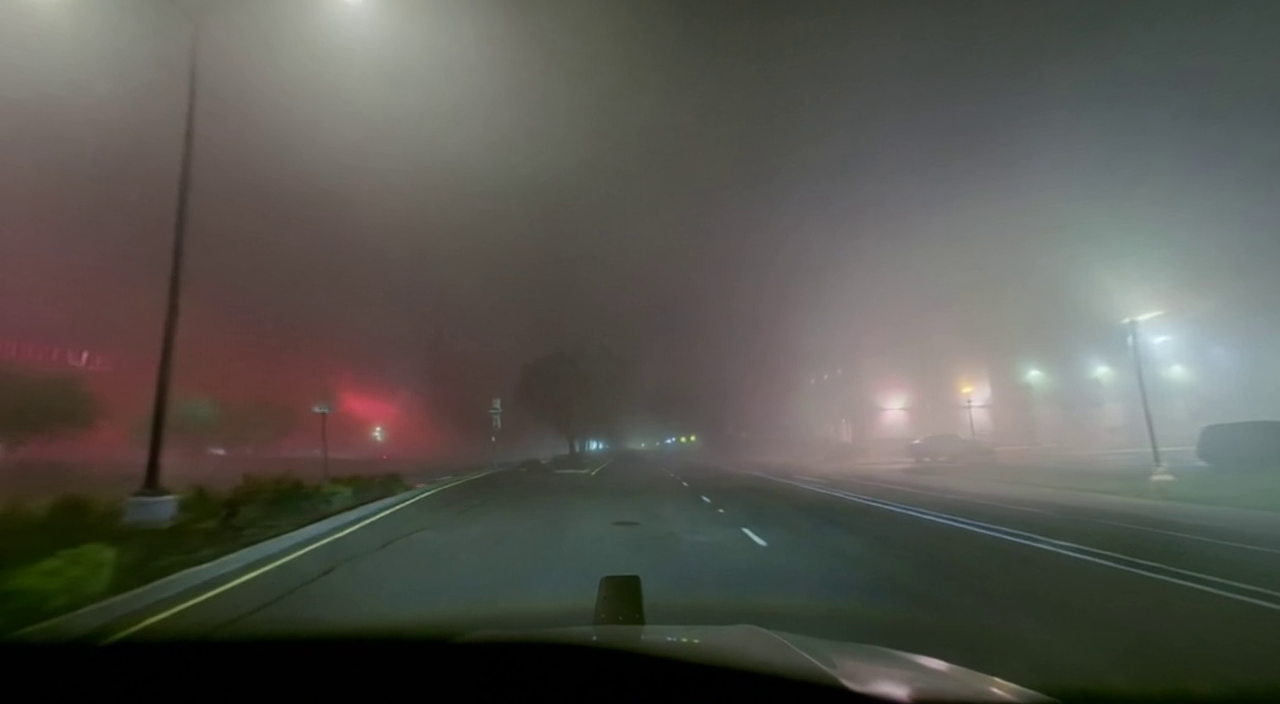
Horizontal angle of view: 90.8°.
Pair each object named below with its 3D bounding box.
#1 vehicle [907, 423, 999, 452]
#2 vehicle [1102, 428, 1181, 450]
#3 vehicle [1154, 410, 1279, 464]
[{"bbox_3d":[20.032,5.493,40.569,4.656,1.752,2.309,0,-8,-4],"label":"vehicle"},{"bbox_3d":[34.208,5.966,43.151,4.002,1.471,1.720,0,-8,-3],"label":"vehicle"},{"bbox_3d":[22.933,3.271,24.147,2.133,1.853,5.009,0,-8,-2],"label":"vehicle"}]
